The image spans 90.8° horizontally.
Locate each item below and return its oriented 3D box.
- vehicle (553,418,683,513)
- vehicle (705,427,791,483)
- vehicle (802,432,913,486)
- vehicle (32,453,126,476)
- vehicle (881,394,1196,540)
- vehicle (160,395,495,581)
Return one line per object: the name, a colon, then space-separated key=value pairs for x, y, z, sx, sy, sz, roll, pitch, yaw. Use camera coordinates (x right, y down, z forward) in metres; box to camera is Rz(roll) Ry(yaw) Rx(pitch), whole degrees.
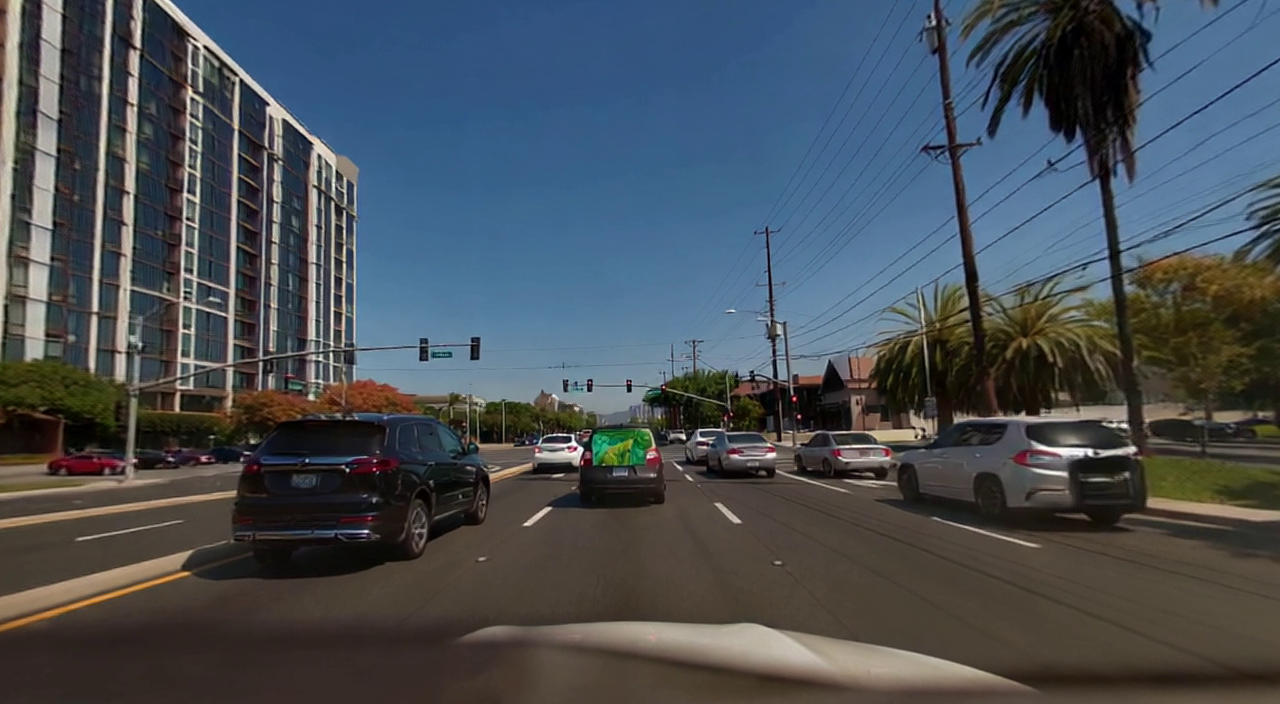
vehicle: x=-0.438 y=2.334 z=13.417 sx=2.302 sy=1.681 sz=4.217 roll=0 pitch=-9 yaw=-1
vehicle: x=3.322 y=3.273 z=20.310 sx=1.975 sy=1.598 sz=4.025 roll=0 pitch=-9 yaw=-1
vehicle: x=6.518 y=3.266 z=19.516 sx=1.764 sy=1.451 sz=4.300 roll=0 pitch=-9 yaw=-2
vehicle: x=-42.485 y=8.527 z=47.956 sx=4.867 sy=1.689 sz=1.971 roll=1 pitch=-9 yaw=-8
vehicle: x=6.490 y=1.970 z=11.371 sx=2.130 sy=1.979 sz=5.310 roll=0 pitch=-9 yaw=-1
vehicle: x=-3.518 y=1.634 z=8.346 sx=2.136 sy=1.779 sz=4.417 roll=0 pitch=-9 yaw=0
